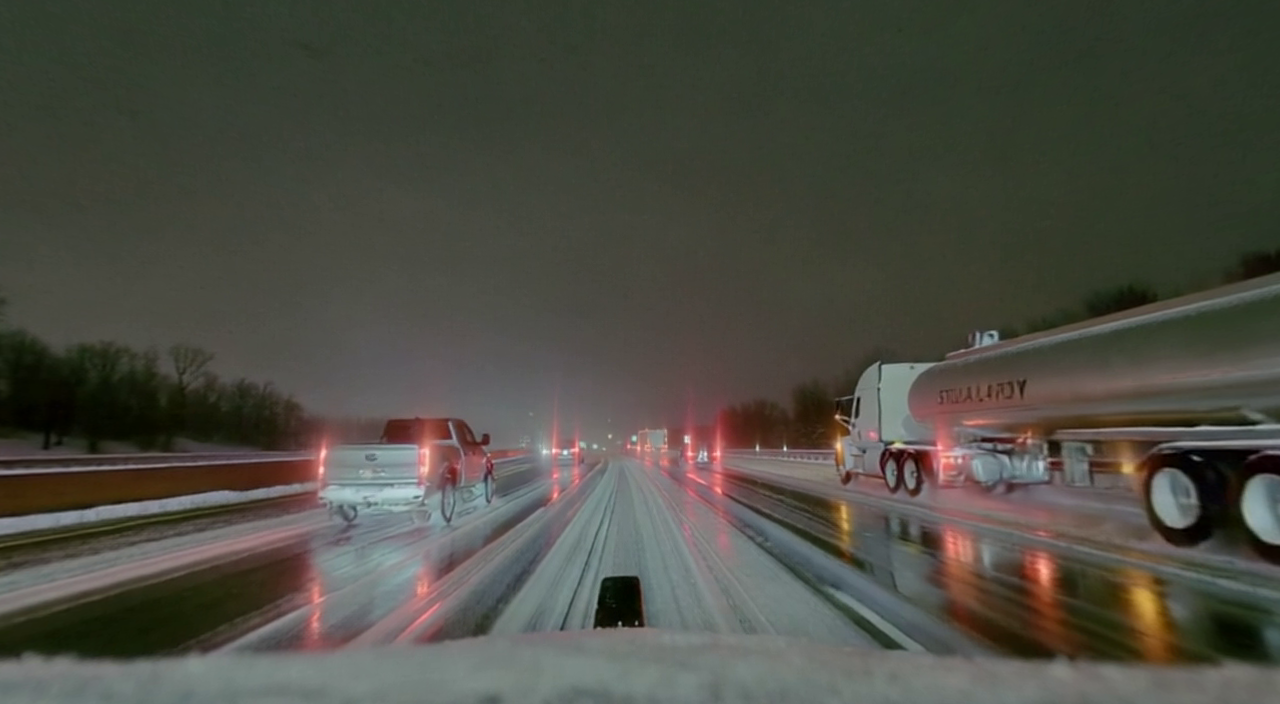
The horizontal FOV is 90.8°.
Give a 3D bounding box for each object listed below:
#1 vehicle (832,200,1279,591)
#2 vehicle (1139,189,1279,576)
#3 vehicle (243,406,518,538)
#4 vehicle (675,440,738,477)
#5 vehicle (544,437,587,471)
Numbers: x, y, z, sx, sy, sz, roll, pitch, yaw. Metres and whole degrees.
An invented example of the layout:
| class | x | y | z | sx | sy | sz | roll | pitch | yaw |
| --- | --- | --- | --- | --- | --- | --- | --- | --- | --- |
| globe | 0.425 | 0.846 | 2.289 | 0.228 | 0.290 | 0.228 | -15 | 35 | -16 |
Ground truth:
| class | x | y | z | sx | sy | sz | roll | pitch | yaw |
| --- | --- | --- | --- | --- | --- | --- | --- | --- | --- |
| vehicle | 7.534 | 1.217 | 12.094 | 3.548 | 3.827 | 11.870 | 0 | -8 | -2 |
| vehicle | 7.693 | -0.263 | 2.196 | 3.554 | 3.573 | 10.307 | 0 | -8 | 1 |
| vehicle | -4.219 | 2.119 | 11.839 | 2.684 | 1.839 | 5.803 | 0 | -8 | 0 |
| vehicle | 2.828 | 4.654 | 27.859 | 2.053 | 1.510 | 4.400 | 0 | -8 | -3 |
| vehicle | -4.329 | 5.998 | 37.375 | 2.149 | 1.843 | 4.348 | 0 | -8 | -2 |
